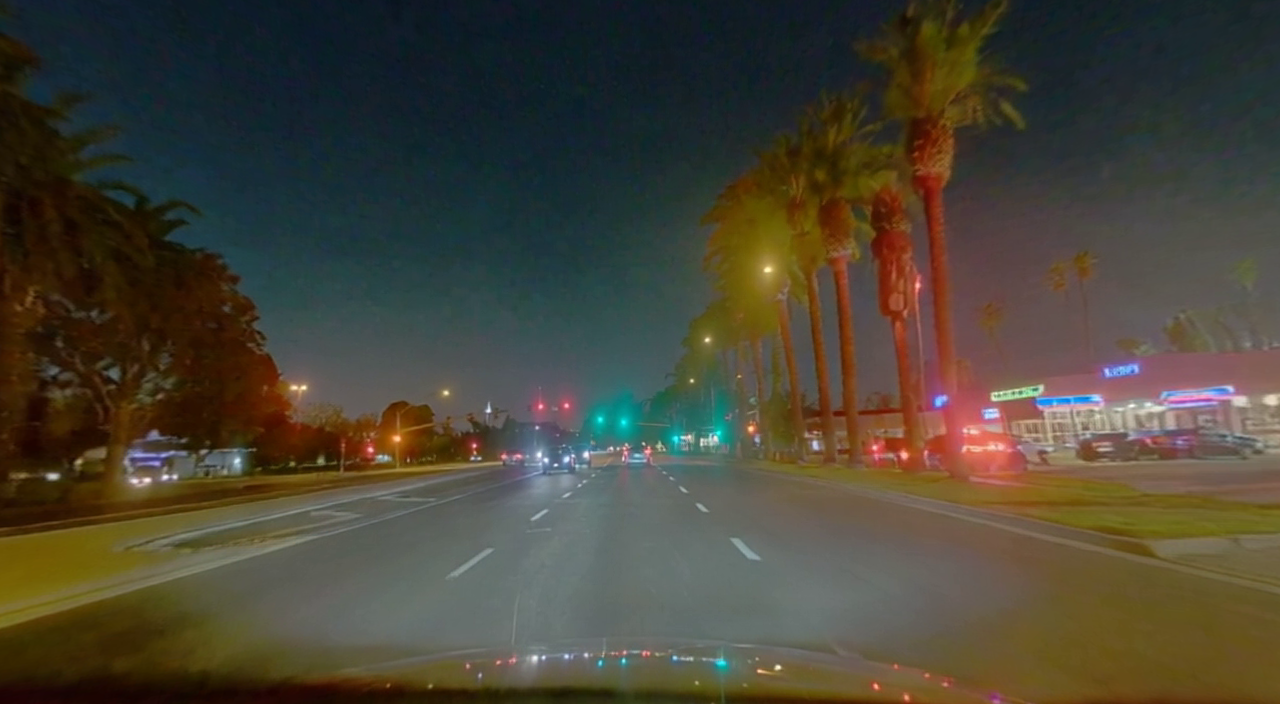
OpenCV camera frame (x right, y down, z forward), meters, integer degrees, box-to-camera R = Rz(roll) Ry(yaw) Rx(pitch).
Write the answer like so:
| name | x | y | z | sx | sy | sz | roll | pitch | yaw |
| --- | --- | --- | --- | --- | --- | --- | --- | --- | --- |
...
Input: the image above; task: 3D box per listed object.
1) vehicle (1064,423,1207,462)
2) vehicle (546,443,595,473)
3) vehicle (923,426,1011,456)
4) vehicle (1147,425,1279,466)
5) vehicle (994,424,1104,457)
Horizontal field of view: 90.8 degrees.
| name | x | y | z | sx | sy | sz | roll | pitch | yaw |
| --- | --- | --- | --- | --- | --- | --- | --- | --- | --- |
| vehicle | 21.450 | 3.988 | 27.635 | 4.505 | 1.584 | 2.015 | -5 | -10 | 27 |
| vehicle | -3.649 | 5.680 | 34.030 | 2.181 | 1.483 | 4.123 | 0 | -9 | 0 |
| vehicle | 20.860 | 5.708 | 40.413 | 4.753 | 1.809 | 2.016 | -5 | -9 | 28 |
| vehicle | 22.436 | 3.547 | 23.904 | 4.620 | 1.445 | 1.909 | -5 | -10 | 26 |
| vehicle | 21.656 | 4.750 | 33.695 | 4.600 | 1.677 | 1.980 | -5 | -10 | 26 |
